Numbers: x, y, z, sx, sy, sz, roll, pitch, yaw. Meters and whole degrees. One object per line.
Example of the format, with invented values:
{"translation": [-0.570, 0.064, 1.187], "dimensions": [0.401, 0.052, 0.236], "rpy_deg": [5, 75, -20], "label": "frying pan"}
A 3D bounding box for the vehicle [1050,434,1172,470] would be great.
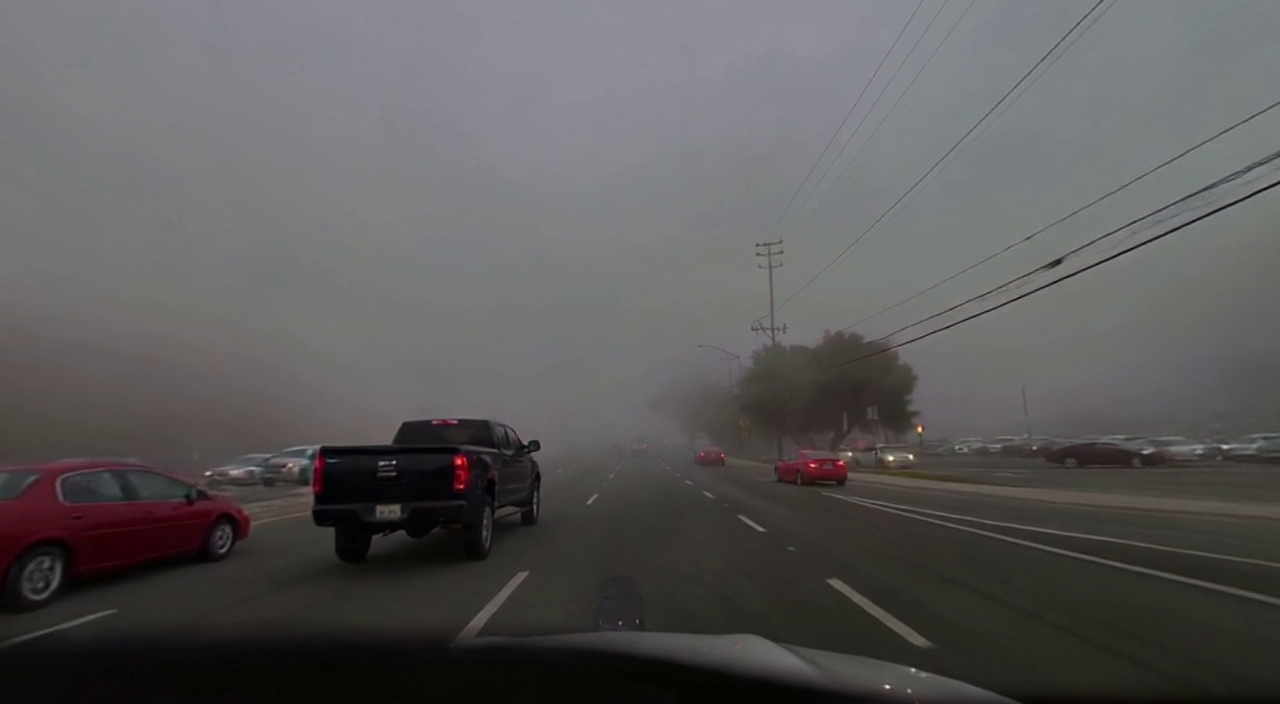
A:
{"translation": [22.828, 4.859, 30.818], "dimensions": [1.860, 1.597, 4.261], "rpy_deg": [4, -10, -25], "label": "vehicle"}

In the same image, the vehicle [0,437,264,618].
{"translation": [-6.372, 1.674, 6.517], "dimensions": [2.035, 1.497, 4.723], "rpy_deg": [-1, -9, 1], "label": "vehicle"}

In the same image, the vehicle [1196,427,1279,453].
{"translation": [38.216, 5.591, 40.068], "dimensions": [4.628, 1.574, 2.349], "rpy_deg": [3, -10, -20], "label": "vehicle"}

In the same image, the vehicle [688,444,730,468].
{"translation": [4.517, 6.895, 42.006], "dimensions": [2.071, 1.435, 4.226], "rpy_deg": [0, -9, -4], "label": "vehicle"}

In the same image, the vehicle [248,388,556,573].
{"translation": [-2.999, 1.876, 10.007], "dimensions": [2.467, 1.991, 6.089], "rpy_deg": [-1, -9, 0], "label": "vehicle"}

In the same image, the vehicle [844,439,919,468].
{"translation": [17.193, 7.307, 45.412], "dimensions": [2.267, 1.925, 5.964], "rpy_deg": [1, -9, -9], "label": "vehicle"}

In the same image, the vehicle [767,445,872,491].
{"translation": [6.230, 4.069, 22.529], "dimensions": [1.840, 1.428, 4.602], "rpy_deg": [1, -9, -8], "label": "vehicle"}
